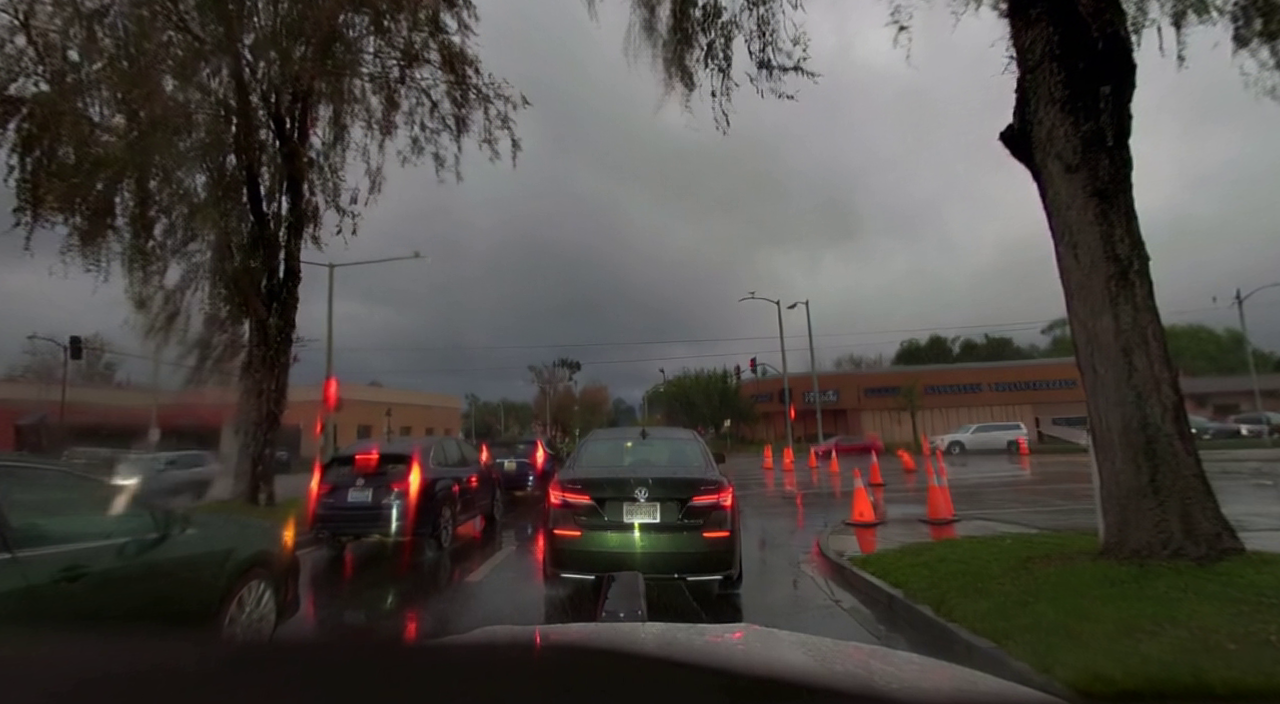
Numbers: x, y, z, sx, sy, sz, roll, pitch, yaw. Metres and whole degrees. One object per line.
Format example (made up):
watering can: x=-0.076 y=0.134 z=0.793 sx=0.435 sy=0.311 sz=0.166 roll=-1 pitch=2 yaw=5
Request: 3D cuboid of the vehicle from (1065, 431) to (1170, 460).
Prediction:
vehicle: x=30.904 y=6.090 z=40.901 sx=5.043 sy=1.759 sz=2.085 roll=0 pitch=-9 yaw=2

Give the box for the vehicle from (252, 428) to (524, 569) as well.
vehicle: x=-3.274 y=1.999 z=9.439 sx=1.989 sy=1.541 sz=4.626 roll=0 pitch=-9 yaw=2

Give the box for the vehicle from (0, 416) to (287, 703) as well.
vehicle: x=-3.596 y=0.946 z=2.146 sx=1.964 sy=1.497 sz=4.722 roll=0 pitch=-9 yaw=1

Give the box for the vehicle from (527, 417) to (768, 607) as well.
vehicle: x=0.107 y=1.625 z=7.205 sx=2.021 sy=1.560 sz=3.676 roll=0 pitch=-9 yaw=1

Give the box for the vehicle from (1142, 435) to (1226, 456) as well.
vehicle: x=40.730 y=7.043 z=47.202 sx=4.581 sy=1.480 sz=1.752 roll=1 pitch=-9 yaw=0
